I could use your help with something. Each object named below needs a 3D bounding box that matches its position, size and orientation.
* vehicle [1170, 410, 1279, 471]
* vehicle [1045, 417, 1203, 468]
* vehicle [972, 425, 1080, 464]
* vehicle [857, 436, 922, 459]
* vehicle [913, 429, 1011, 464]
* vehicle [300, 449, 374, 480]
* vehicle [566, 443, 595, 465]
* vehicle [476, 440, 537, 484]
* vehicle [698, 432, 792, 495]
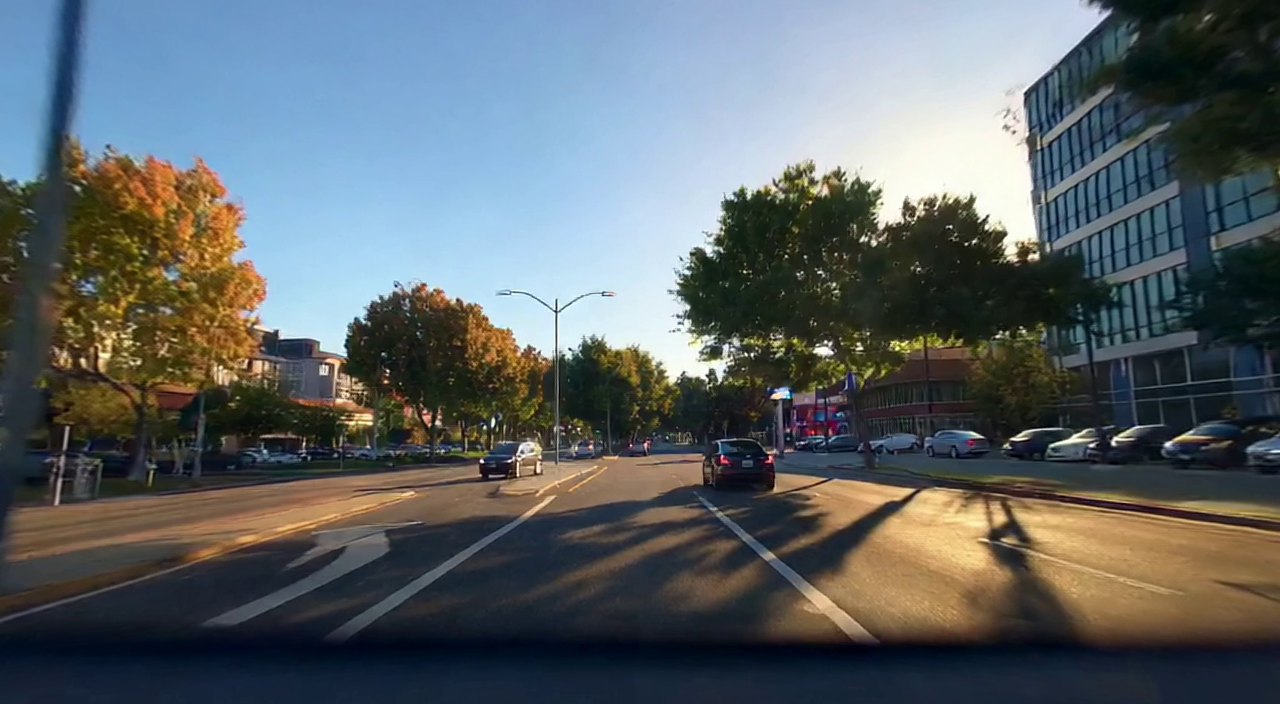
[{"bbox_3d":[17.926,2.451,17.632,1.950,1.594,4.625,-1,-9,-5],"label":"vehicle"},{"bbox_3d":[17.391,3.322,23.096,1.889,1.656,4.693,0,-8,-2],"label":"vehicle"},{"bbox_3d":[17.210,4.192,28.517,1.779,1.505,4.847,-2,-9,0],"label":"vehicle"},{"bbox_3d":[18.707,7.147,47.367,4.524,1.653,2.109,5,-10,-30],"label":"vehicle"},{"bbox_3d":[16.967,5.043,33.671,2.280,1.699,5.098,0,-8,-4],"label":"vehicle"},{"bbox_3d":[-17.058,6.344,35.845,1.947,1.504,4.672,-3,-8,0],"label":"vehicle"},{"bbox_3d":[-4.401,7.477,46.240,1.905,1.471,4.302,-1,-9,-8],"label":"vehicle"},{"bbox_3d":[-5.370,4.285,24.955,2.053,1.555,4.296,2,-9,-15],"label":"vehicle"},{"bbox_3d":[3.051,3.349,19.323,1.963,1.677,4.229,0,-8,-2],"label":"vehicle"}]
